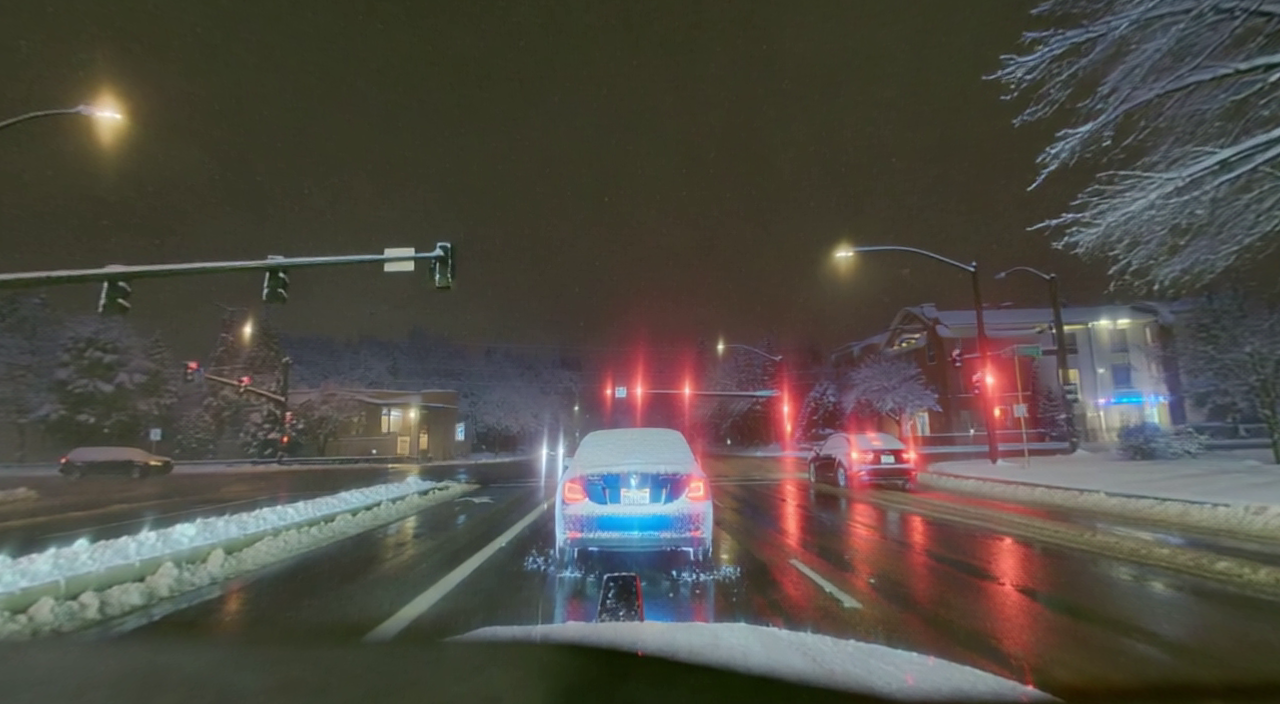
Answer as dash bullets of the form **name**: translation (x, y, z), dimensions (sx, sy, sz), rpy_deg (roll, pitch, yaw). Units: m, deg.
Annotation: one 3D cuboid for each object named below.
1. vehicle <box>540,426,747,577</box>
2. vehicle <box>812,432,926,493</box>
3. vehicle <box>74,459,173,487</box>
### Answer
- **vehicle**: translation (-0.017, 1.815, 8.504), dimensions (2.070, 1.488, 4.206), rpy_deg (0, -8, -1)
- **vehicle**: translation (7.068, 3.442, 20.055), dimensions (2.039, 1.692, 4.319), rpy_deg (0, -8, 1)
- **vehicle**: translation (-32.365, 7.558, 39.663), dimensions (4.401, 1.625, 1.863), rpy_deg (0, -8, -4)
